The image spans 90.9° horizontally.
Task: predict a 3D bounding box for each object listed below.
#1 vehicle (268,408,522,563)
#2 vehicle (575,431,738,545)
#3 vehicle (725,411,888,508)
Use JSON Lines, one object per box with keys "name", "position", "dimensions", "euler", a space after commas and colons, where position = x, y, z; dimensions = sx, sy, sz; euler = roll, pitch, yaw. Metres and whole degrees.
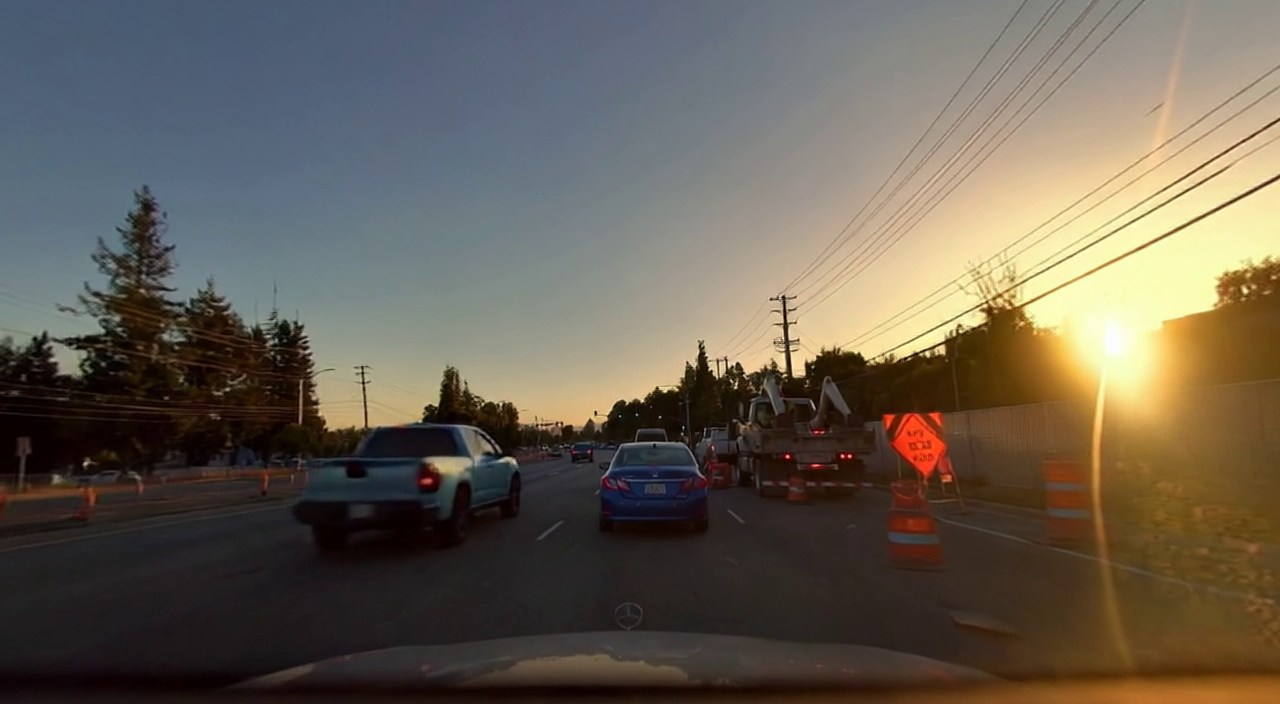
{"name": "vehicle", "position": [-3.158, 1.822, 9.263], "dimensions": [1.989, 1.729, 4.184], "euler": [0, -8, 1]}
{"name": "vehicle", "position": [0.237, 2.108, 10.470], "dimensions": [2.128, 1.473, 4.272], "euler": [0, -8, 1]}
{"name": "vehicle", "position": [3.943, 2.736, 16.504], "dimensions": [2.555, 2.017, 6.201], "euler": [0, -8, 0]}
